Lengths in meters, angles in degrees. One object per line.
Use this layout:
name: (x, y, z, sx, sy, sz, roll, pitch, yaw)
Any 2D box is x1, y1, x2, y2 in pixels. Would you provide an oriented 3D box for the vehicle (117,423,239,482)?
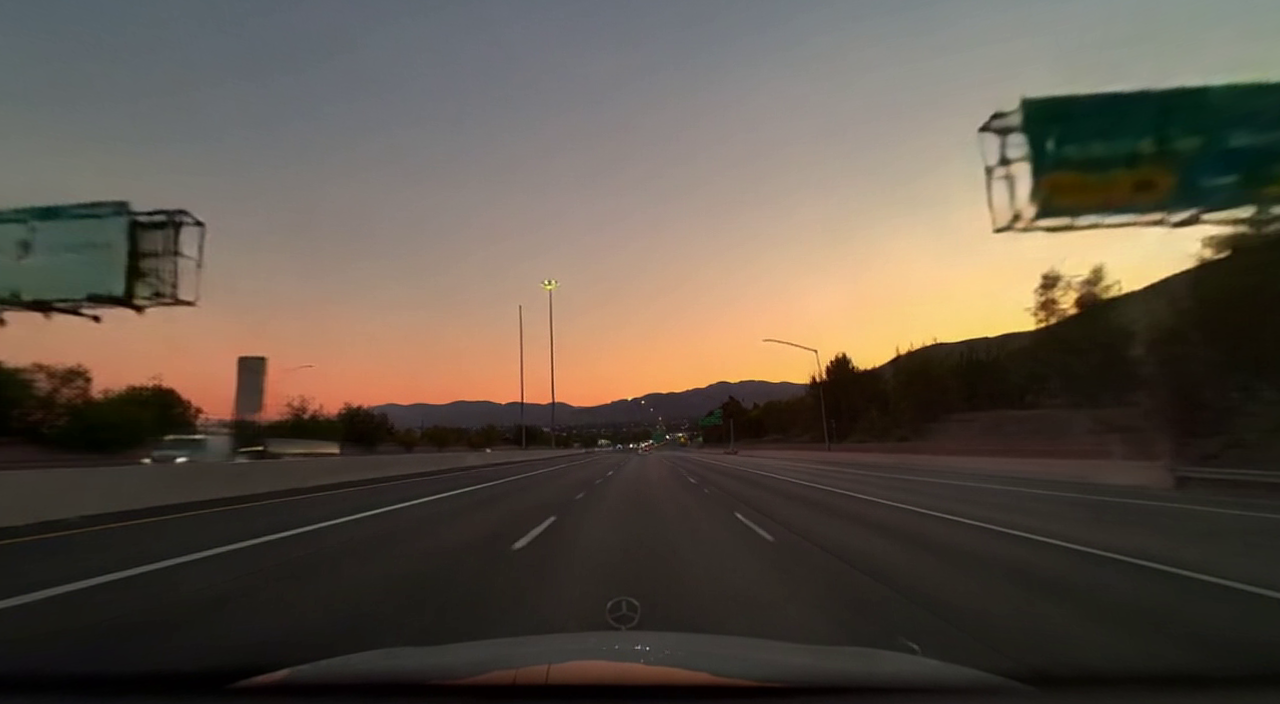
vehicle: (-31.484, 6.888, 43.358, 3.007, 3.704, 6.761, 0, -9, 1)
